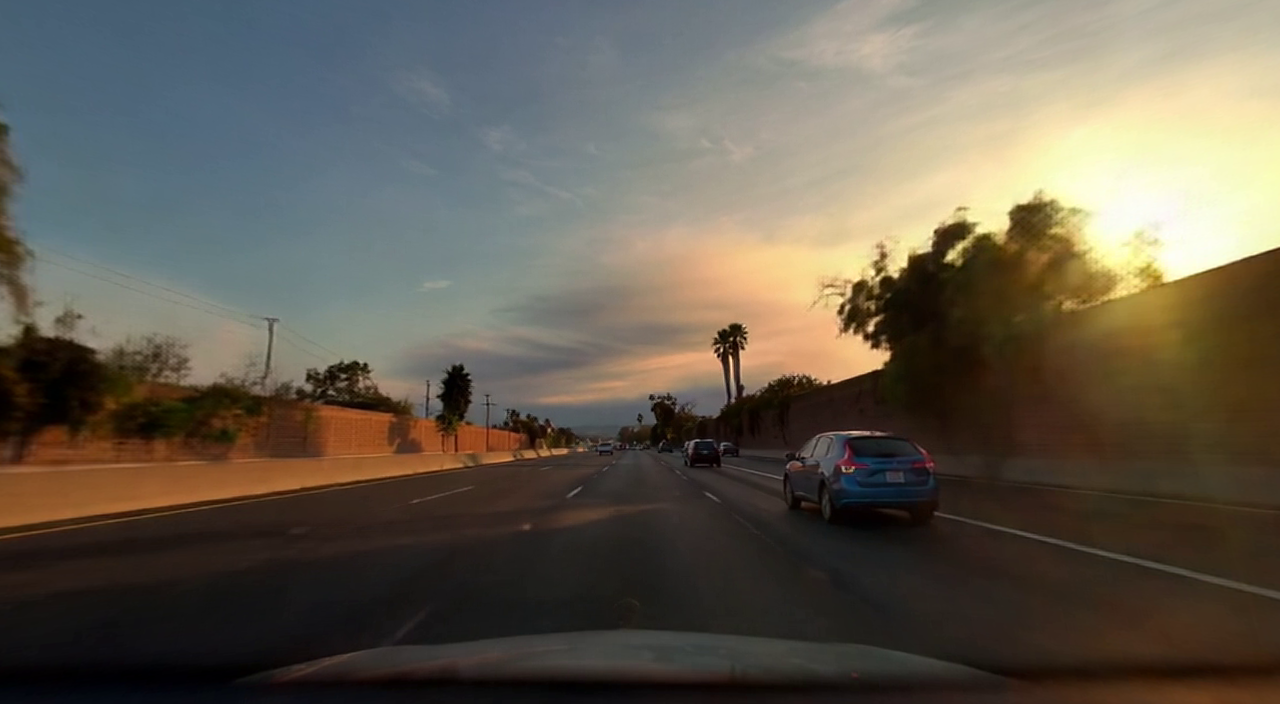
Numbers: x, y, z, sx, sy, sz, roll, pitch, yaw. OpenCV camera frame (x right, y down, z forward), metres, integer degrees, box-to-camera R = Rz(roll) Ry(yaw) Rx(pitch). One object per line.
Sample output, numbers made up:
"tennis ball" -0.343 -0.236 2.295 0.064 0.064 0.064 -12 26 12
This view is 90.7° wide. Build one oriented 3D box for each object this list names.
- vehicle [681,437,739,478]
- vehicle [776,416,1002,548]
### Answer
"vehicle" 3.050 4.695 28.487 2.045 1.688 4.313 0 -8 -1
"vehicle" 3.698 1.998 10.383 1.910 1.696 4.187 0 -8 -1
